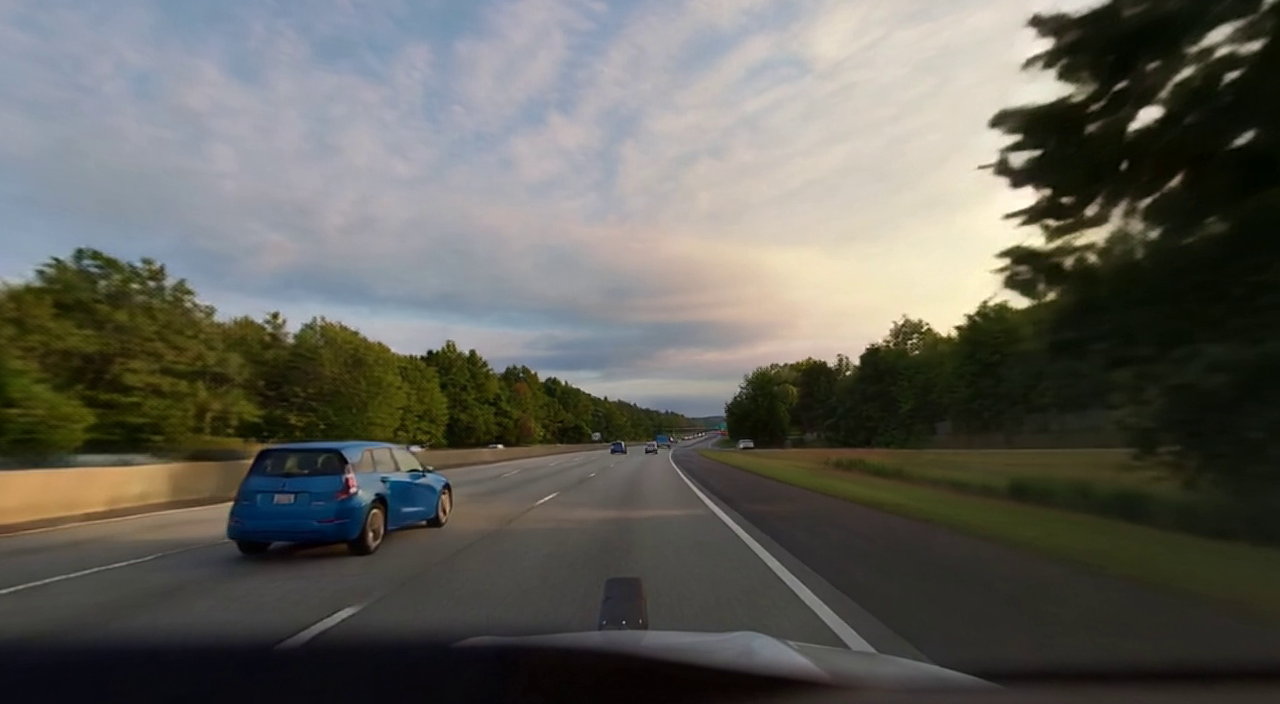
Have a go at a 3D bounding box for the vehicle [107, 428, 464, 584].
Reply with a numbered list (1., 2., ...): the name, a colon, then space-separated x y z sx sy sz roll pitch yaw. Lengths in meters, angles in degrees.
1. vehicle: -4.003 1.804 8.271 1.996 1.454 4.495 0 -9 1
